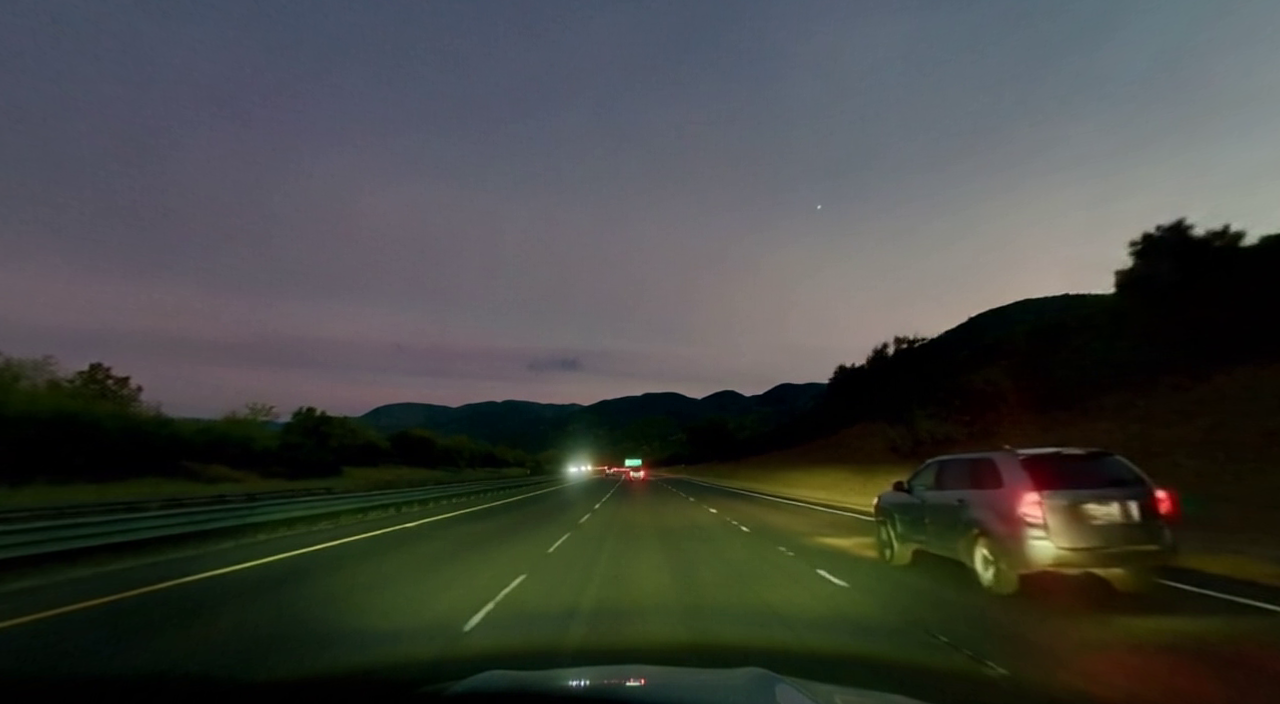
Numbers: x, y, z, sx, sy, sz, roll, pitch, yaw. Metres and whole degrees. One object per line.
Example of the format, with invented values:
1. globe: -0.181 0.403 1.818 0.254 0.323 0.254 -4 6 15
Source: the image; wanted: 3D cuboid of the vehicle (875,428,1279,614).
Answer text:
1. vehicle: 5.182 2.069 8.463 2.089 1.770 4.571 1 -11 -3
